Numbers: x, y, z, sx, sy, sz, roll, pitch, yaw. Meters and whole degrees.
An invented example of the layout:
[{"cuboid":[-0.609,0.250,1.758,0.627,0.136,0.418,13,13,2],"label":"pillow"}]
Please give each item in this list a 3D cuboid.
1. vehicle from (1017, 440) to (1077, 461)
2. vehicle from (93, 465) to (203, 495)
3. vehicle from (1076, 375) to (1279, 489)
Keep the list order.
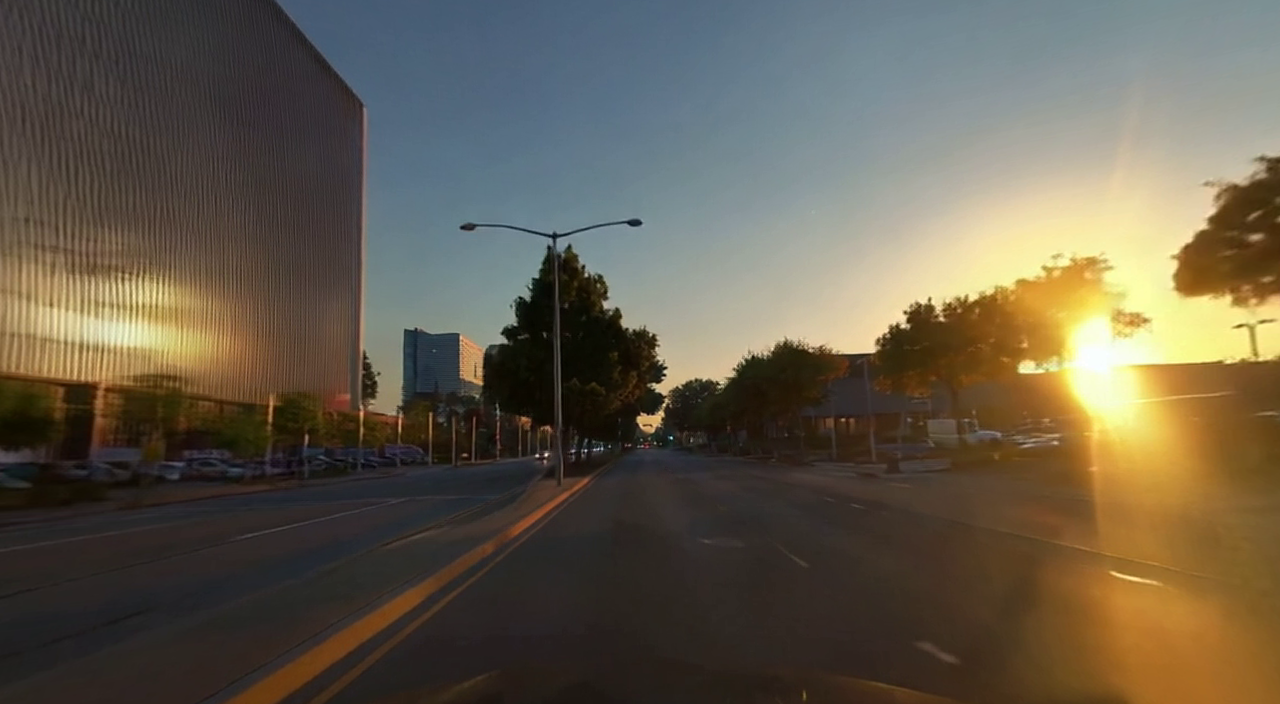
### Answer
[{"cuboid":[29.990,7.277,46.737,1.748,1.435,3.949,0,-9,-1],"label":"vehicle"},{"cuboid":[-27.484,7.110,35.376,4.633,1.454,1.909,7,-11,-41],"label":"vehicle"},{"cuboid":[19.477,2.879,21.956,2.630,3.176,8.459,-4,-10,2],"label":"vehicle"}]
